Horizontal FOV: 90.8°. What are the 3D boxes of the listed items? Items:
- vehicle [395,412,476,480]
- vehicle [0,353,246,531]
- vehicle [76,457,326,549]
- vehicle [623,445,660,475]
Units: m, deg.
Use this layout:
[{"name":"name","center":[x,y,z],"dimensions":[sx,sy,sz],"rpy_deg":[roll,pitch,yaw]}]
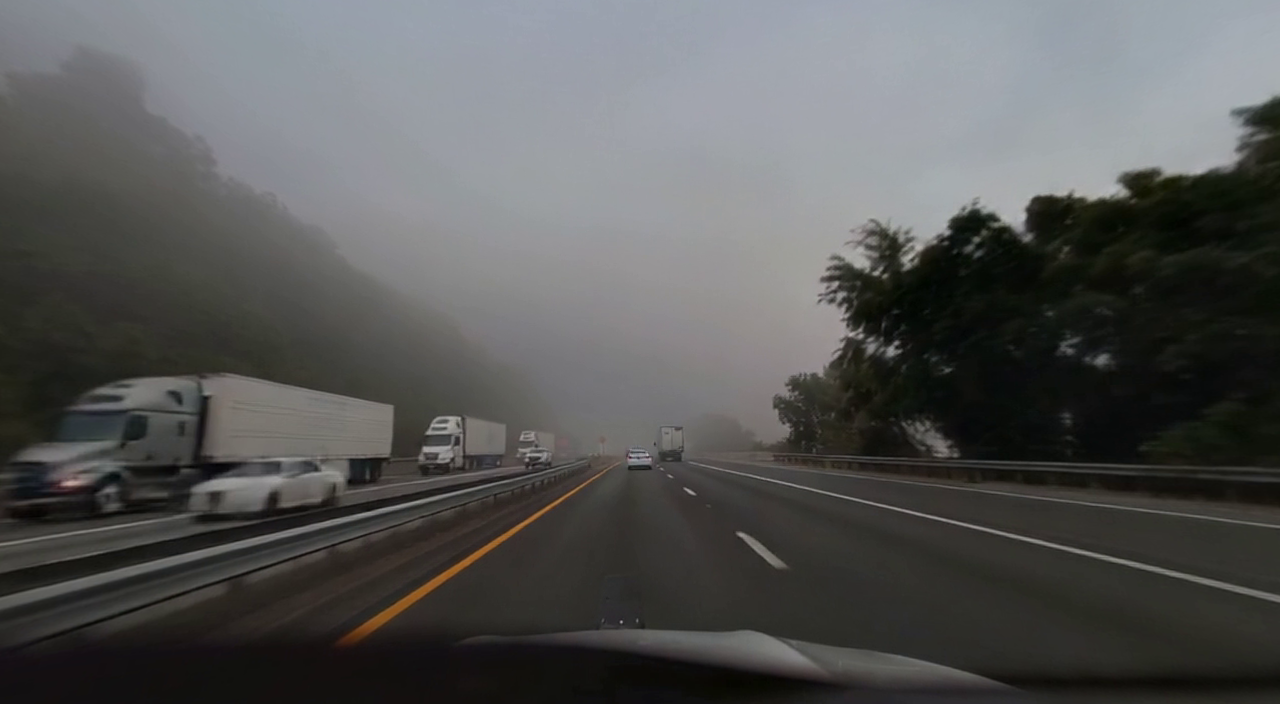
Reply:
[{"name":"vehicle","center":[-12.790,5.979,40.182],"dimensions":[3.002,3.963,6.351],"rpy_deg":[0,-9,-1]},{"name":"vehicle","center":[-14.295,2.444,17.205],"dimensions":[2.937,3.963,5.873],"rpy_deg":[-1,-9,3]},{"name":"vehicle","center":[-8.461,2.896,12.811],"dimensions":[1.911,1.442,4.392],"rpy_deg":[0,-9,0]},{"name":"vehicle","center":[0.073,6.494,38.303],"dimensions":[2.137,1.689,4.051],"rpy_deg":[0,-9,-1]}]
